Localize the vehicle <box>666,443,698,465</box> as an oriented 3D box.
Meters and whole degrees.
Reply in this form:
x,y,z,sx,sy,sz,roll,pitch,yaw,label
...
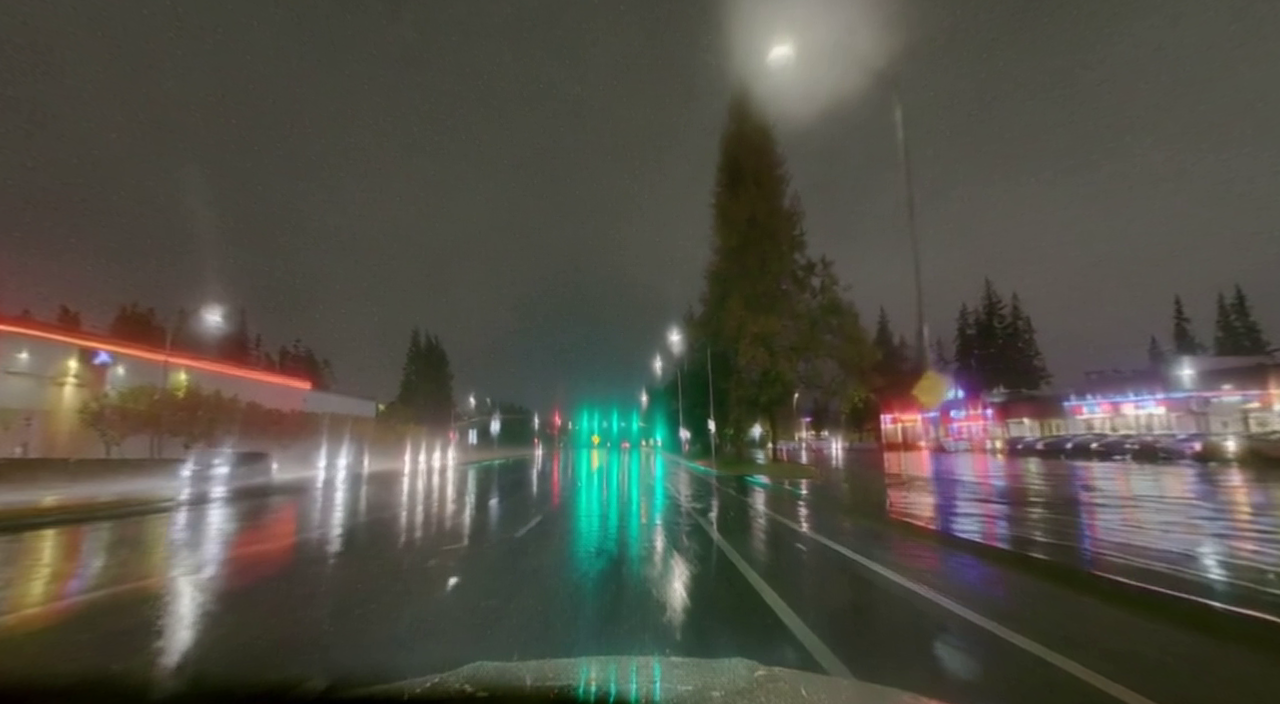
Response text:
x,y,z,sx,sy,sz,roll,pitch,yaw,label
3.146,7.733,47.810,1.992,1.513,4.683,1,-8,-1,vehicle

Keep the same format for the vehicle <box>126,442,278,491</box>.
x,y,z,sx,sy,sz,roll,pitch,yaw,label
-14.488,3.784,21.216,1.907,1.469,4.441,0,-9,0,vehicle

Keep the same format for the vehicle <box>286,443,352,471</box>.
x,y,z,sx,sy,sz,roll,pitch,yaw,label
-20.806,6.800,41.026,1.963,1.694,4.535,0,-9,-1,vehicle
